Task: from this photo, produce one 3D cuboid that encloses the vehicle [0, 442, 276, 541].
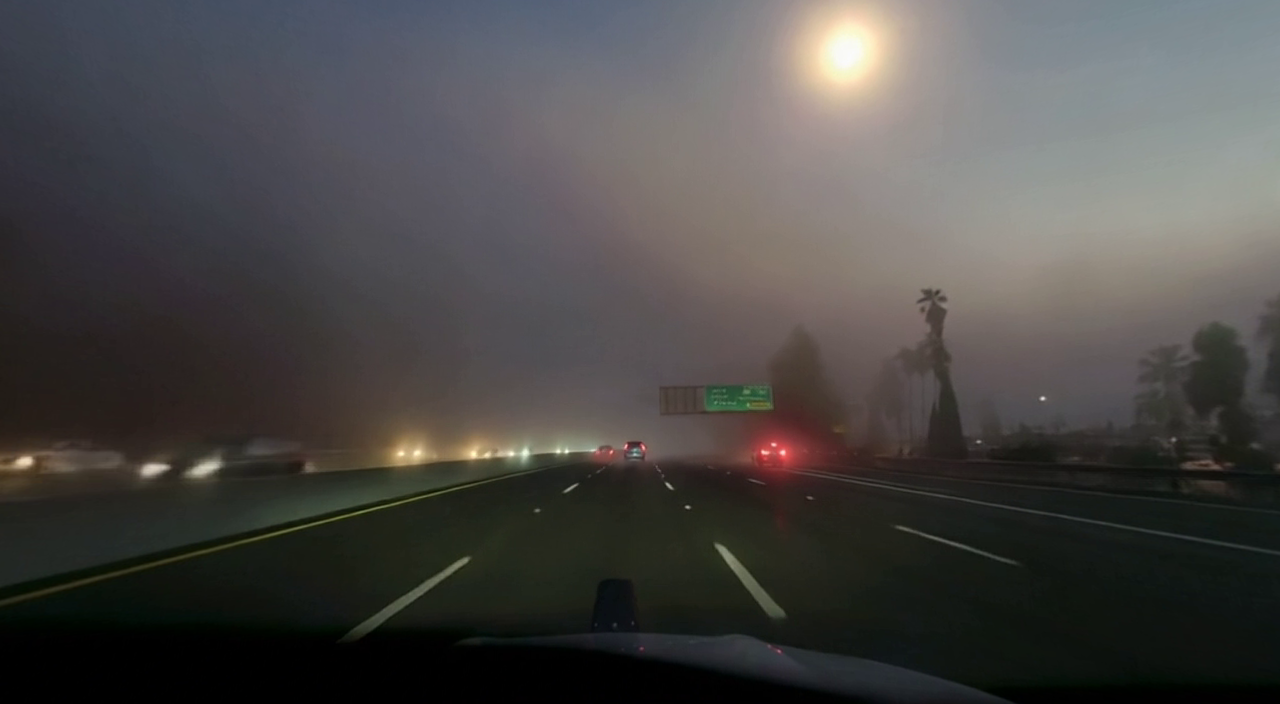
[{"bbox_3d":[-9.232,2.479,11.999,1.975,1.495,4.510,0,-9,0],"label":"vehicle"}]
